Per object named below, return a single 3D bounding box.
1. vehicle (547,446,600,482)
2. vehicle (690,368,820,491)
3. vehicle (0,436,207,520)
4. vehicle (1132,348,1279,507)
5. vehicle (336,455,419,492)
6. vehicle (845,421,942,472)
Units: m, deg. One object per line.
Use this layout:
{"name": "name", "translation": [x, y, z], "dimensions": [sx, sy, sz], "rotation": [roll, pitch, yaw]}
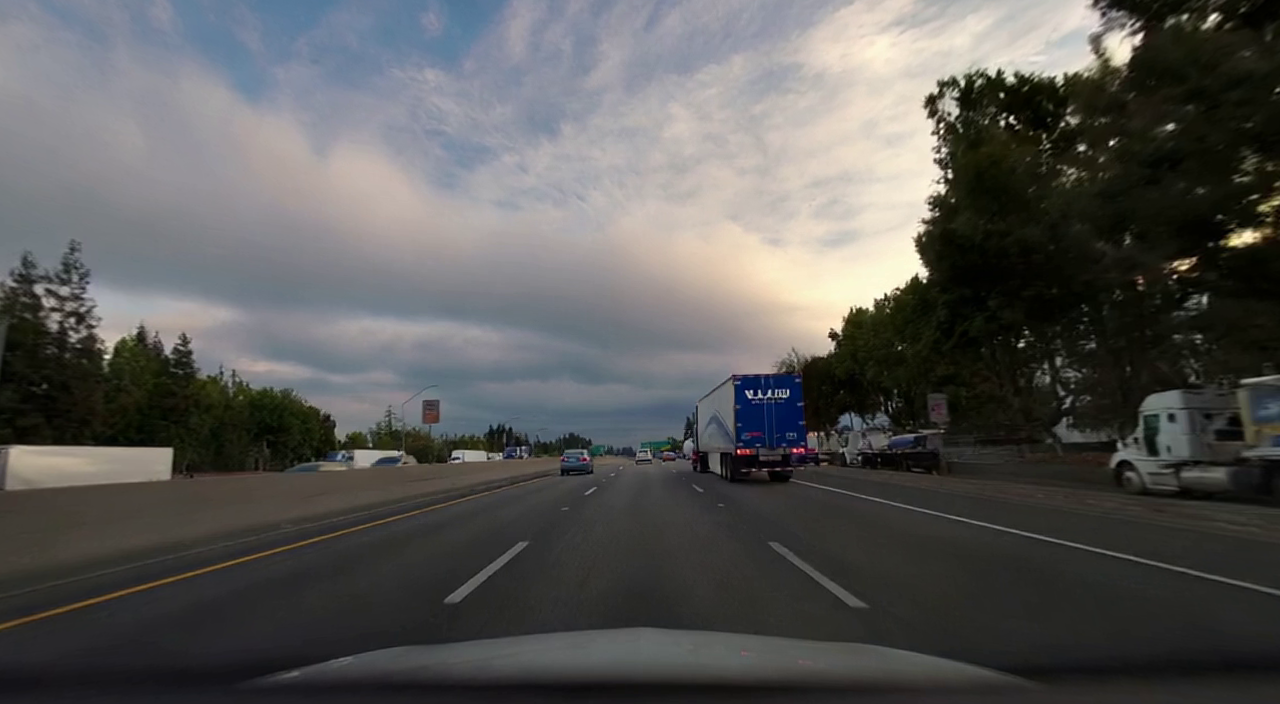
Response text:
{"name": "vehicle", "translation": [-3.181, 5.453, 30.969], "dimensions": [2.107, 1.626, 4.804], "rotation": [0, -9, -1]}
{"name": "vehicle", "translation": [4.390, 3.658, 28.195], "dimensions": [2.847, 4.075, 14.244], "rotation": [0, -9, -1]}
{"name": "vehicle", "translation": [-31.799, 6.940, 35.982], "dimensions": [3.036, 3.943, 15.317], "rotation": [0, -9, 1]}
{"name": "vehicle", "translation": [18.013, 1.493, 13.701], "dimensions": [2.893, 4.062, 14.163], "rotation": [-3, -9, -1]}
{"name": "vehicle", "translation": [-12.203, 5.644, 29.651], "dimensions": [1.986, 1.545, 4.488], "rotation": [0, -9, 0]}
{"name": "vehicle", "translation": [17.883, 6.834, 45.455], "dimensions": [2.809, 3.269, 10.050], "rotation": [0, -9, 0]}
